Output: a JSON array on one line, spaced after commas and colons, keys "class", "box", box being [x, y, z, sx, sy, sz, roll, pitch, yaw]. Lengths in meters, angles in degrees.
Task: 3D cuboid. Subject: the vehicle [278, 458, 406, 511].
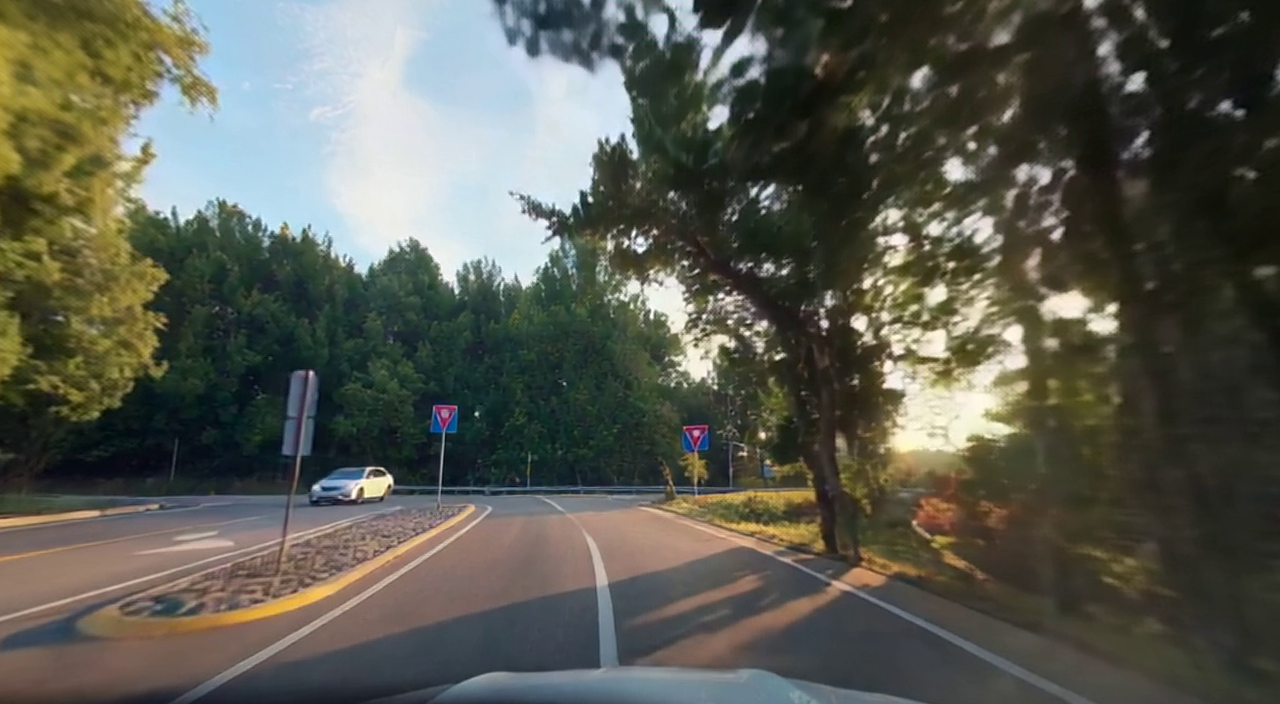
[{"class": "vehicle", "box": [-10.085, 4.498, 21.692, 1.889, 1.583, 3.992, -1, -11, 11]}]
